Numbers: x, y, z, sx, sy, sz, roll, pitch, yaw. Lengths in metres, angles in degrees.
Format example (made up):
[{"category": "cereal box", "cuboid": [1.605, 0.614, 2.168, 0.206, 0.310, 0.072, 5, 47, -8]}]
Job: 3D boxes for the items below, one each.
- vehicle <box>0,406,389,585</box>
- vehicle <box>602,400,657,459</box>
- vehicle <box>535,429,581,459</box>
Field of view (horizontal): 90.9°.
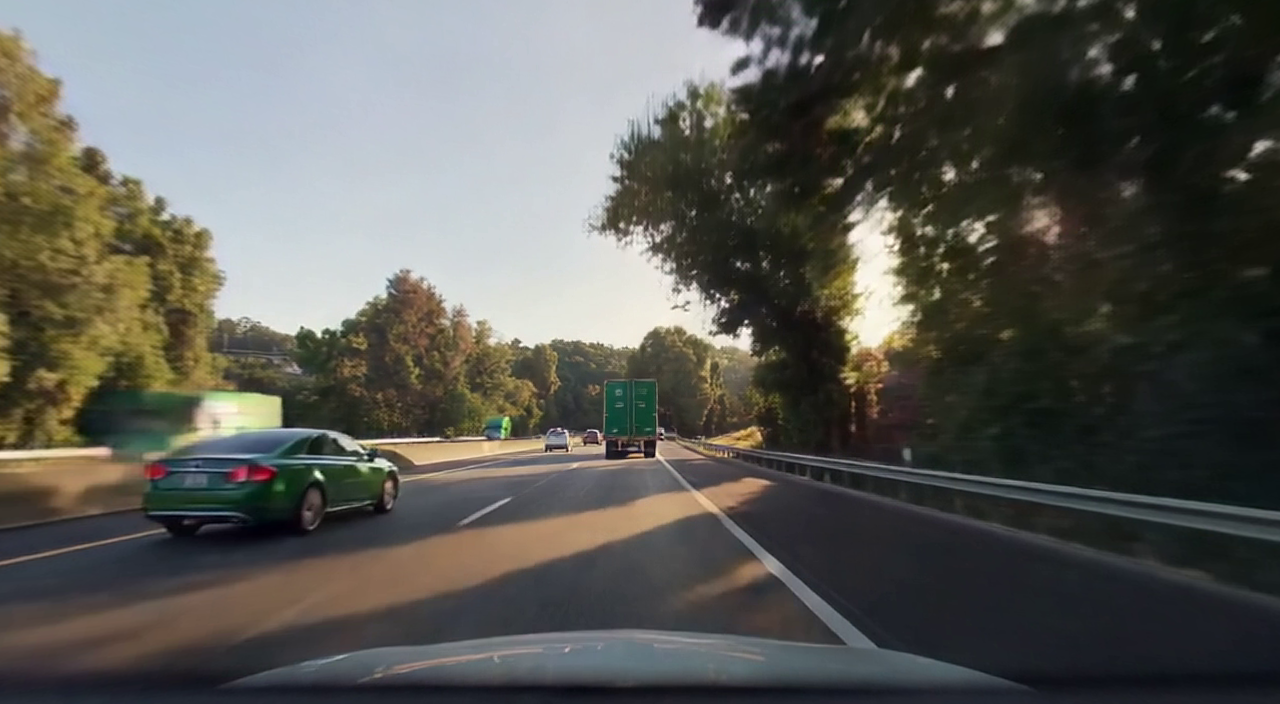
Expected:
[{"category": "vehicle", "cuboid": [-4.711, 1.490, 7.390, 1.909, 1.520, 3.897, 0, -8, 0]}, {"category": "vehicle", "cuboid": [-0.442, 3.329, 27.178, 2.319, 2.461, 1.270, 0, -8, 0]}, {"category": "vehicle", "cuboid": [-4.992, 5.658, 38.934, 2.138, 1.697, 4.587, 0, -8, 1]}]
